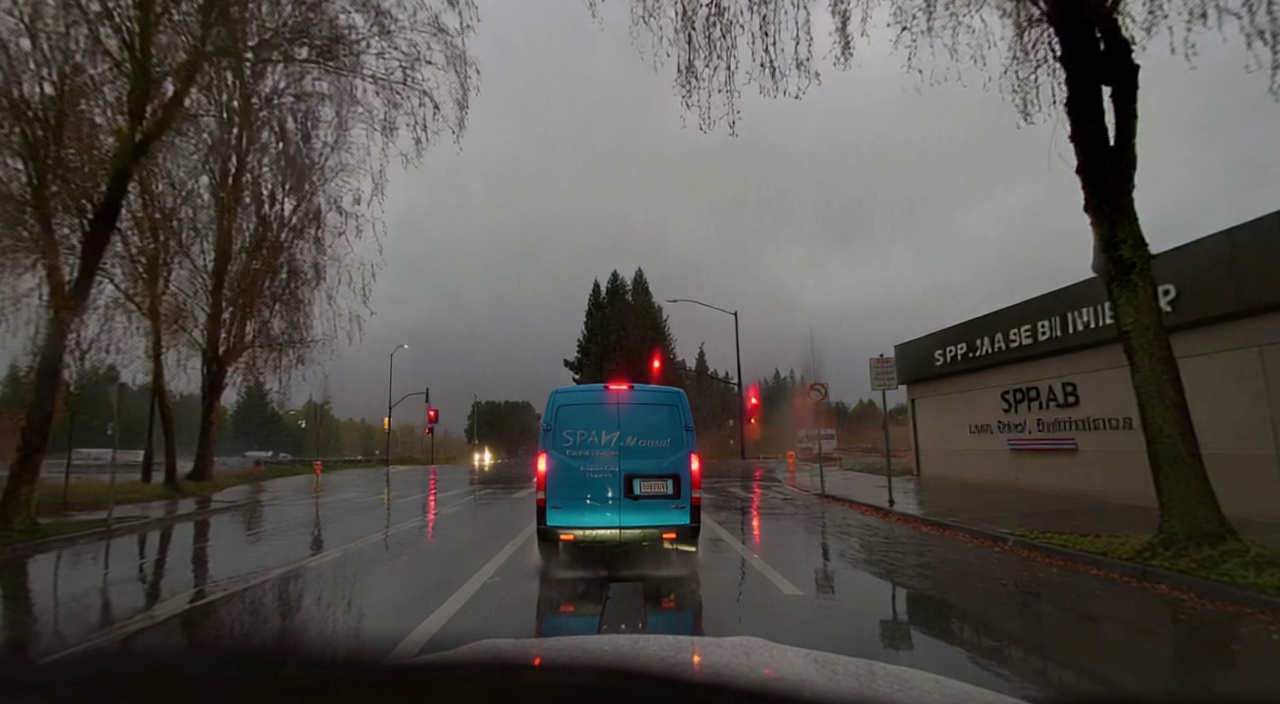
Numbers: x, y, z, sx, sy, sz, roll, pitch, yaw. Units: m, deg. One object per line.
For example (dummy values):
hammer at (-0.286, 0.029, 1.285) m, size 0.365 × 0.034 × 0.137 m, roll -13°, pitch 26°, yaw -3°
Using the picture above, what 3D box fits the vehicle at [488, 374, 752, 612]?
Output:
vehicle at (-0.293, 1.467, 7.295) m, size 2.181 × 1.949 × 3.932 m, roll 1°, pitch -9°, yaw -4°
